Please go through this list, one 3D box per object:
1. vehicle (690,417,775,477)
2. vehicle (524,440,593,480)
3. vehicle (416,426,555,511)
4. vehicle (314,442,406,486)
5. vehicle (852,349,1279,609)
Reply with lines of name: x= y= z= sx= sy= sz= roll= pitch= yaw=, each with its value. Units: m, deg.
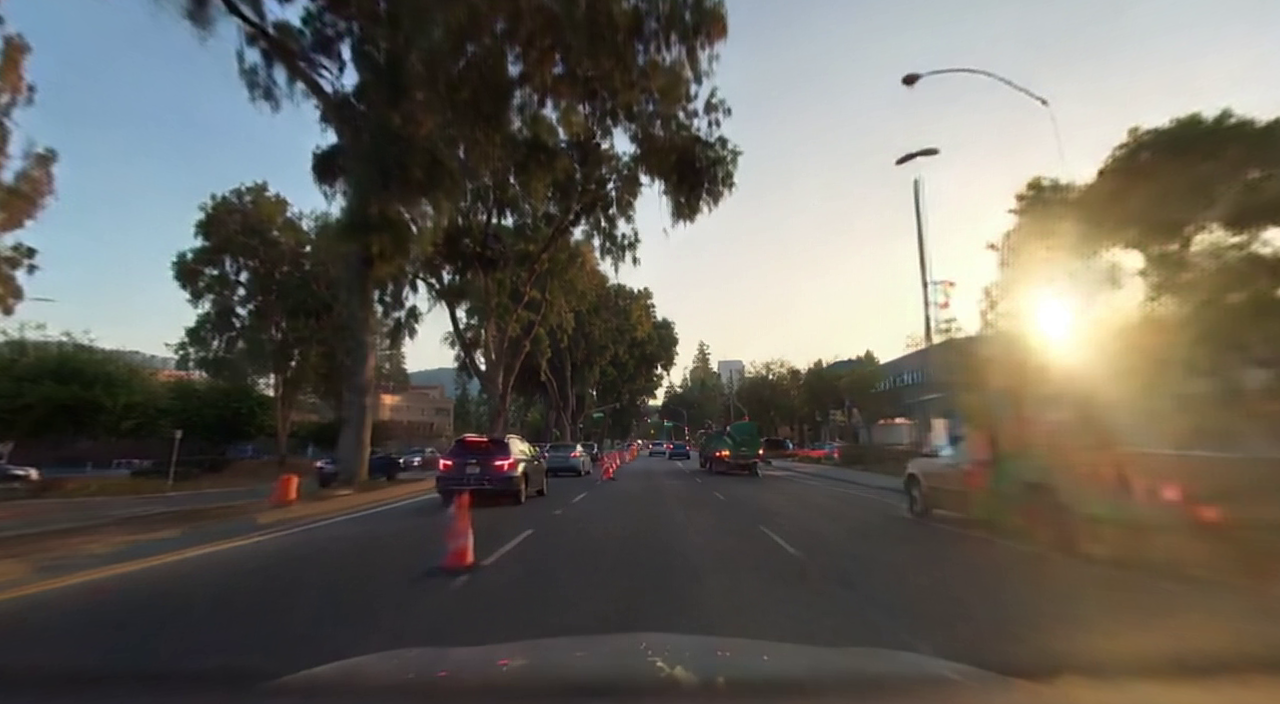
vehicle: x=4.181 y=4.575 z=30.461 sx=2.760 sy=2.465 sz=7.936 roll=0 pitch=-8 yaw=-1
vehicle: x=-3.239 y=4.407 z=26.047 sx=2.107 sy=1.482 sz=4.674 roll=0 pitch=-8 yaw=1
vehicle: x=-3.400 y=2.658 z=14.880 sx=2.038 sy=1.682 sz=4.399 roll=0 pitch=-8 yaw=2
vehicle: x=-12.278 y=4.918 z=27.981 sx=1.920 sy=1.758 sz=4.452 roll=0 pitch=-8 yaw=1
vehicle: x=5.435 y=1.577 z=8.877 sx=2.653 sy=2.231 sz=6.793 roll=0 pitch=-8 yaw=1
